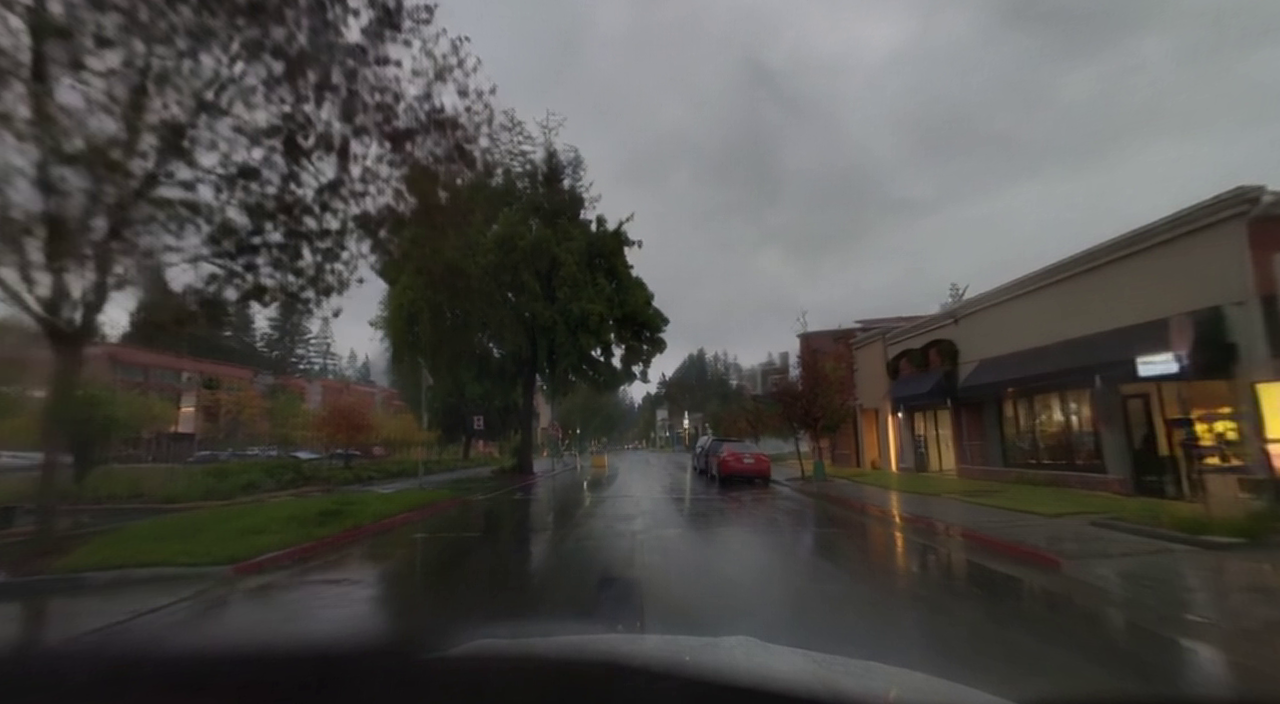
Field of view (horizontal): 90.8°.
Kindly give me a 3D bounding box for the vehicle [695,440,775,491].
[{"bbox_3d":[3.137,3.845,21.784,2.064,1.532,4.596,0,-9,0],"label":"vehicle"}]
